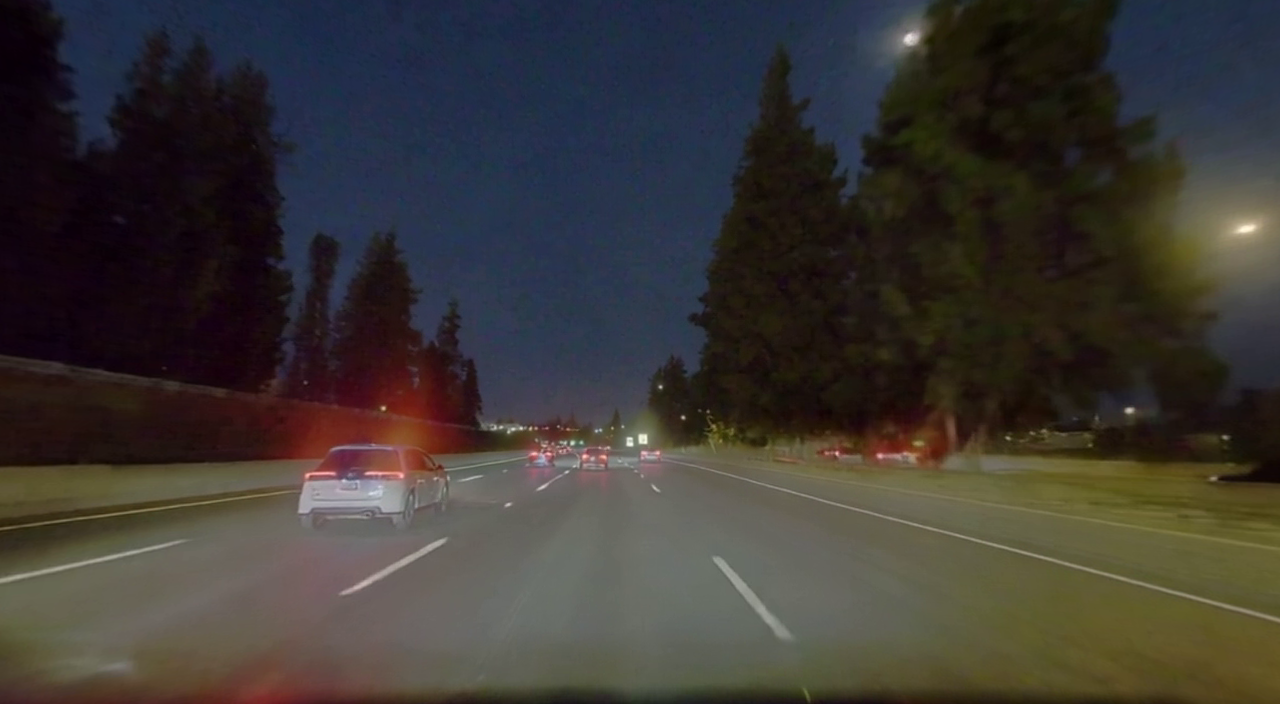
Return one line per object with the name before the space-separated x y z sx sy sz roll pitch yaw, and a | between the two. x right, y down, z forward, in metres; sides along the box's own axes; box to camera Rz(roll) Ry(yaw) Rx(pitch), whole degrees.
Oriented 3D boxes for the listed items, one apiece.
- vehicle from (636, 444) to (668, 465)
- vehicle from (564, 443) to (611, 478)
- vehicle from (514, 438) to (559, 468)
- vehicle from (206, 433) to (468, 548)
vehicle | 0.842 7.516 46.614 2.021 1.447 3.985 1 -9 -4
vehicle | -2.293 4.868 28.518 1.947 1.437 4.345 1 -9 -3
vehicle | -6.450 6.382 39.898 2.244 1.755 4.417 1 -9 -2
vehicle | -4.662 2.195 10.830 2.049 1.482 4.981 0 -9 -1
